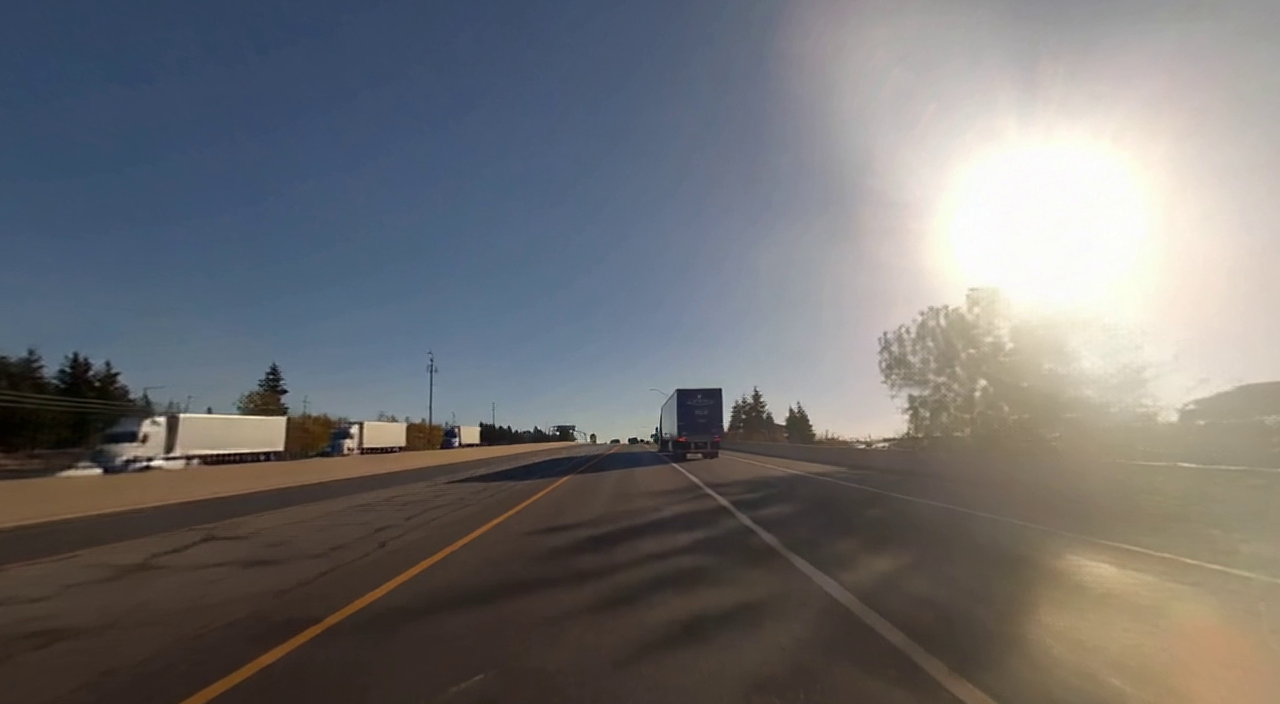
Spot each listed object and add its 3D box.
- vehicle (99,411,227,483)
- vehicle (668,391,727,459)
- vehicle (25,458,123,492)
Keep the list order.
[{"bbox_3d":[-29.261,5.835,39.074,3.001,4.033,6.755,1,-8,-6],"label":"vehicle"},{"bbox_3d":[3.470,4.742,40.410,2.888,3.866,8.380,0,-8,-1],"label":"vehicle"},{"bbox_3d":[-28.141,6.081,31.435,1.833,1.425,4.295,2,-8,-16],"label":"vehicle"}]
